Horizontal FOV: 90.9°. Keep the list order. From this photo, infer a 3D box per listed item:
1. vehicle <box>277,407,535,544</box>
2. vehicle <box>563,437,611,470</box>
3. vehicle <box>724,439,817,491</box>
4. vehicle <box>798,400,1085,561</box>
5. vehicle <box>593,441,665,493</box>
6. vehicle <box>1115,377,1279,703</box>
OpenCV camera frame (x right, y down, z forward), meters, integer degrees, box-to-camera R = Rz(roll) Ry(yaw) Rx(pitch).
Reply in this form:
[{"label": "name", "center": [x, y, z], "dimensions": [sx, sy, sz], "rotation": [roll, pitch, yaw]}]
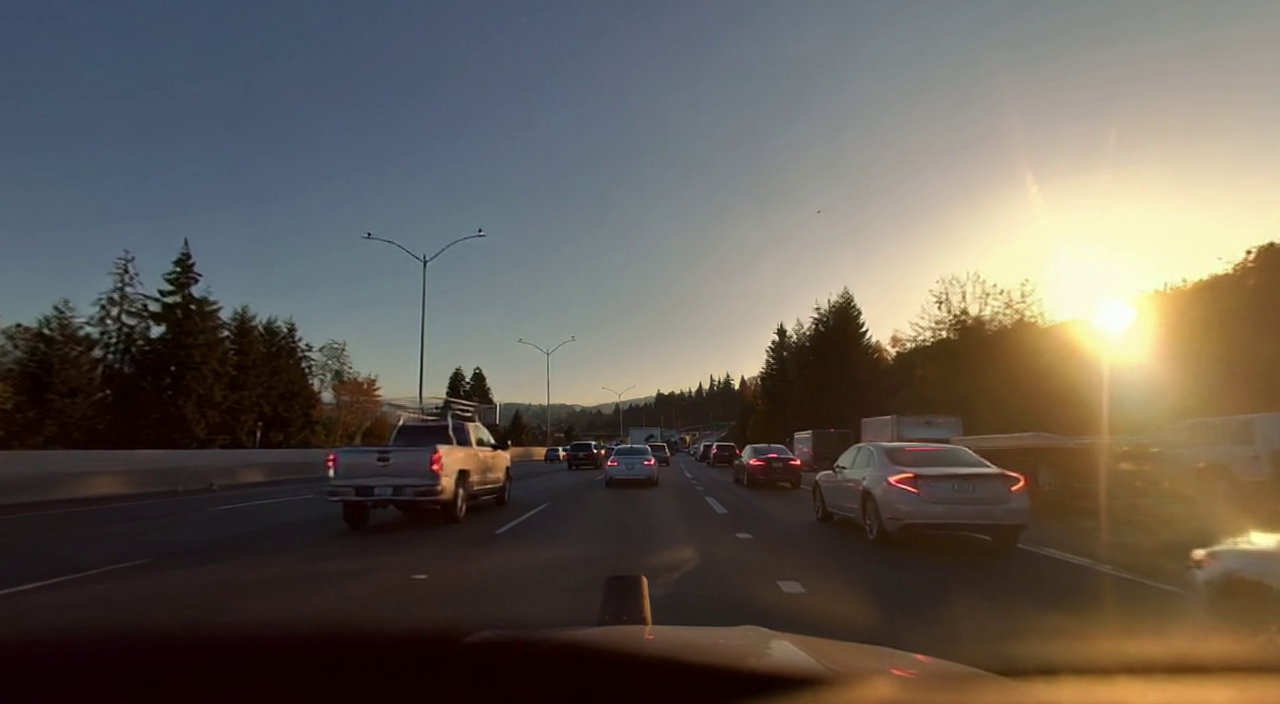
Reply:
[{"label": "vehicle", "center": [-3.798, 2.179, 11.918], "dimensions": [2.395, 1.892, 5.995], "rotation": [0, -8, 2]}, {"label": "vehicle", "center": [-3.082, 6.083, 38.076], "dimensions": [2.110, 1.811, 5.585], "rotation": [-1, -8, 4]}, {"label": "vehicle", "center": [4.089, 3.631, 20.622], "dimensions": [1.907, 1.474, 4.840], "rotation": [0, -8, -2]}, {"label": "vehicle", "center": [3.937, 1.766, 9.368], "dimensions": [1.999, 1.777, 4.578], "rotation": [0, -8, 1]}, {"label": "vehicle", "center": [-0.241, 3.618, 20.222], "dimensions": [2.070, 1.456, 4.029], "rotation": [0, -8, 2]}, {"label": "vehicle", "center": [3.645, 0.683, 1.183], "dimensions": [1.984, 1.567, 4.475], "rotation": [0, -8, 0]}]
